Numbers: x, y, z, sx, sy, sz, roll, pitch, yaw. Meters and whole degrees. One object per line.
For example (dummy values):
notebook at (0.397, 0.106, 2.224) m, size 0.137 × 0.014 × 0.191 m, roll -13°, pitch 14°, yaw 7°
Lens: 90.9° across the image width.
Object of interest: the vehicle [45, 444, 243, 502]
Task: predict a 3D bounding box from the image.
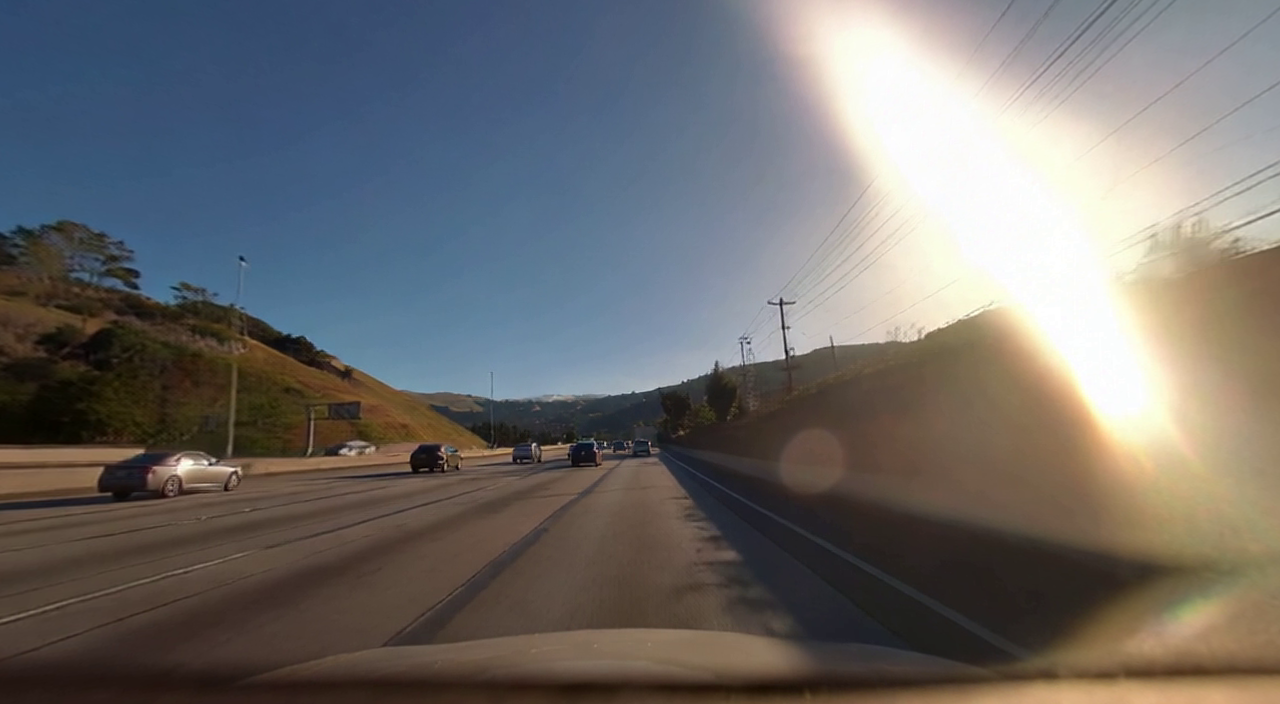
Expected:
vehicle at (-14.379, 3.508, 18.774) m, size 1.885 × 1.474 × 4.849 m, roll 0°, pitch -9°, yaw 1°

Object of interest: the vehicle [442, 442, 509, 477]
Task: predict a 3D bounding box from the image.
vehicle at (-7.467, 4.892, 29.010) m, size 1.899 × 1.472 × 4.202 m, roll 0°, pitch -9°, yaw 1°

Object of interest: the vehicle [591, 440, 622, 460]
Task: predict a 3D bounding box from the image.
vehicle at (-2.518, 7.526, 48.311) m, size 2.064 × 1.446 × 4.409 m, roll 0°, pitch -9°, yaw 1°

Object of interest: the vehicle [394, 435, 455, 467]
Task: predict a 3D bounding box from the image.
vehicle at (-14.235, 6.571, 41.927) m, size 2.172 × 1.946 × 5.017 m, roll 0°, pitch -9°, yaw 1°
